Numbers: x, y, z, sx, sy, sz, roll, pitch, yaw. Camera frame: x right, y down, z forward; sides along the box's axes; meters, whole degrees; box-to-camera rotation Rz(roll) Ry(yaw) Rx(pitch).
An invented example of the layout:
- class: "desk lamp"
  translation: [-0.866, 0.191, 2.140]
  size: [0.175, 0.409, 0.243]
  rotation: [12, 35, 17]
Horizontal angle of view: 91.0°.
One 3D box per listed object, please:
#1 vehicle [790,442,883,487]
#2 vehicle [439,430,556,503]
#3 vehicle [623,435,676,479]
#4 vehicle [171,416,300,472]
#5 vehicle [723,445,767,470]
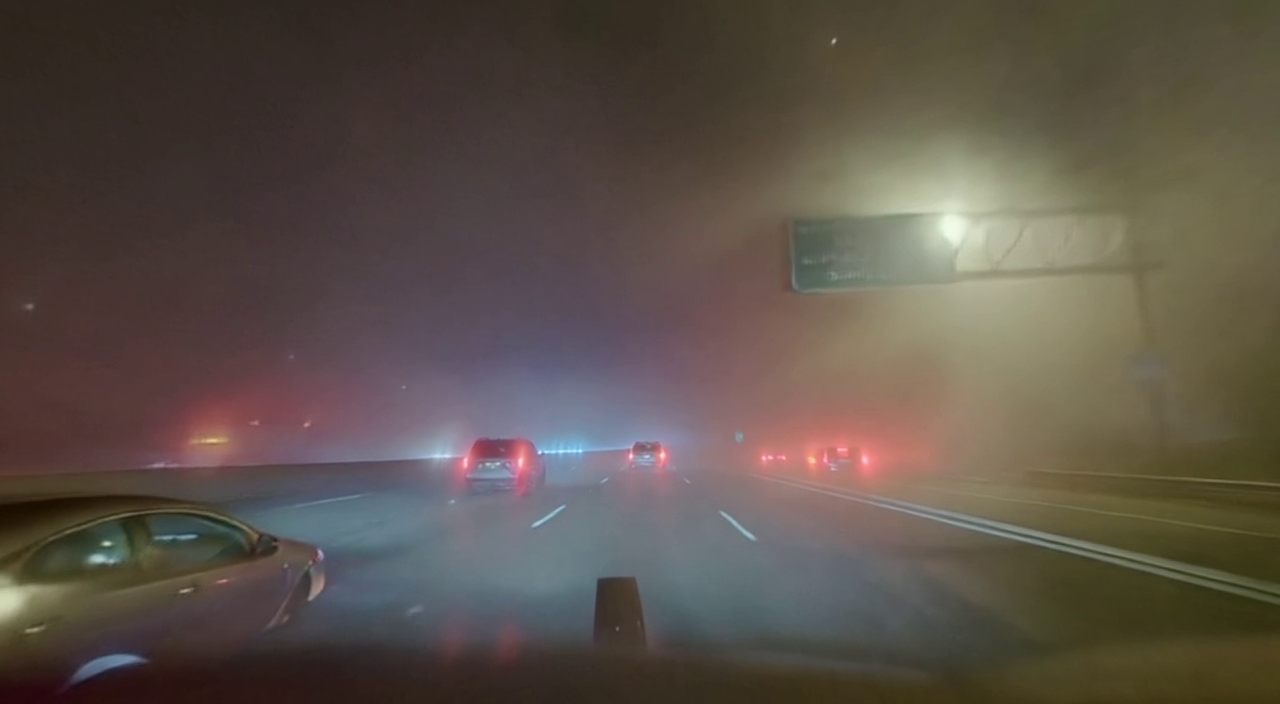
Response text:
- class: "vehicle"
  translation: [6.984, 4.035, 22.871]
  size: [1.936, 1.480, 4.373]
  rotation: [0, -9, 0]
- class: "vehicle"
  translation: [-3.785, 3.136, 17.593]
  size: [2.142, 1.759, 4.297]
  rotation: [0, -9, 2]
- class: "vehicle"
  translation: [0.435, 4.847, 29.243]
  size: [2.270, 1.862, 4.949]
  rotation: [0, -9, 1]
- class: "vehicle"
  translation: [-29.432, 6.828, 46.493]
  size: [2.878, 3.719, 9.010]
  rotation: [-1, -9, 5]
- class: "vehicle"
  translation: [6.635, 6.729, 40.324]
  size: [2.005, 1.456, 4.287]
  rotation: [0, -9, -1]
